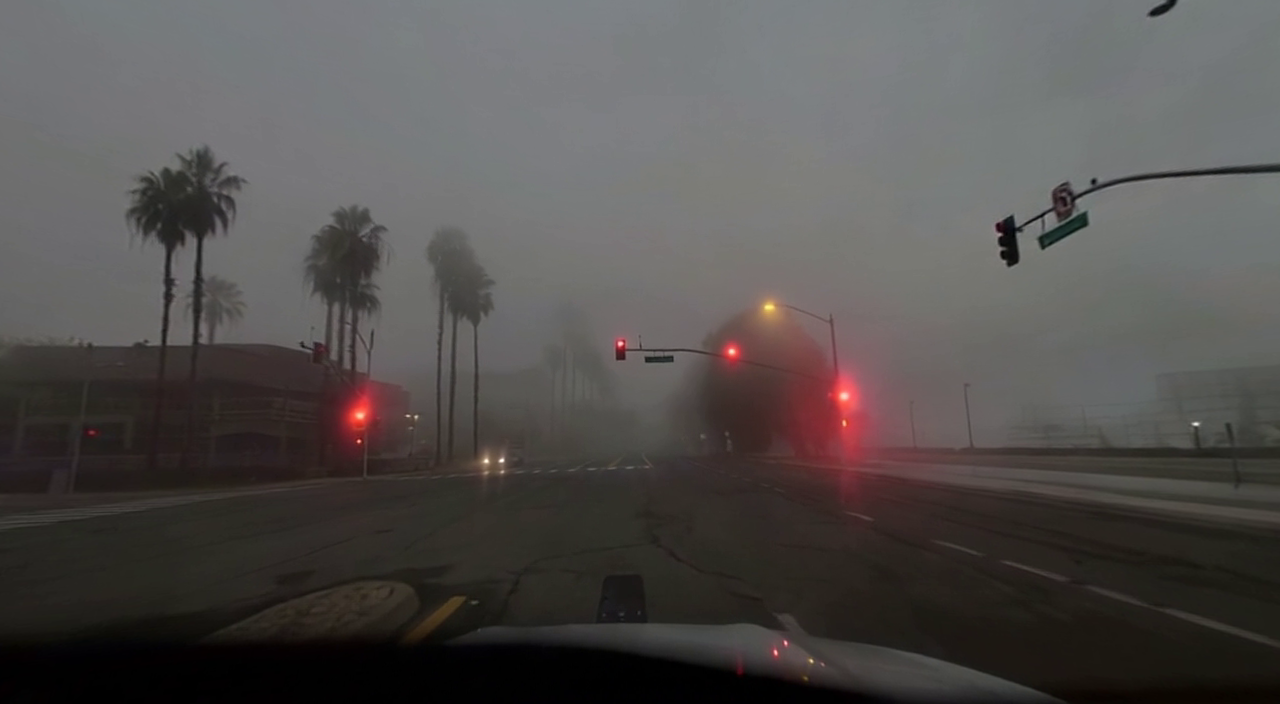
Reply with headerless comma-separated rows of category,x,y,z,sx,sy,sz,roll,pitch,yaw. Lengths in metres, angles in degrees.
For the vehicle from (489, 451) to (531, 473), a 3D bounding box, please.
vehicle,-9.416,8.022,46.118,2.149,1.477,4.186,0,-9,0
